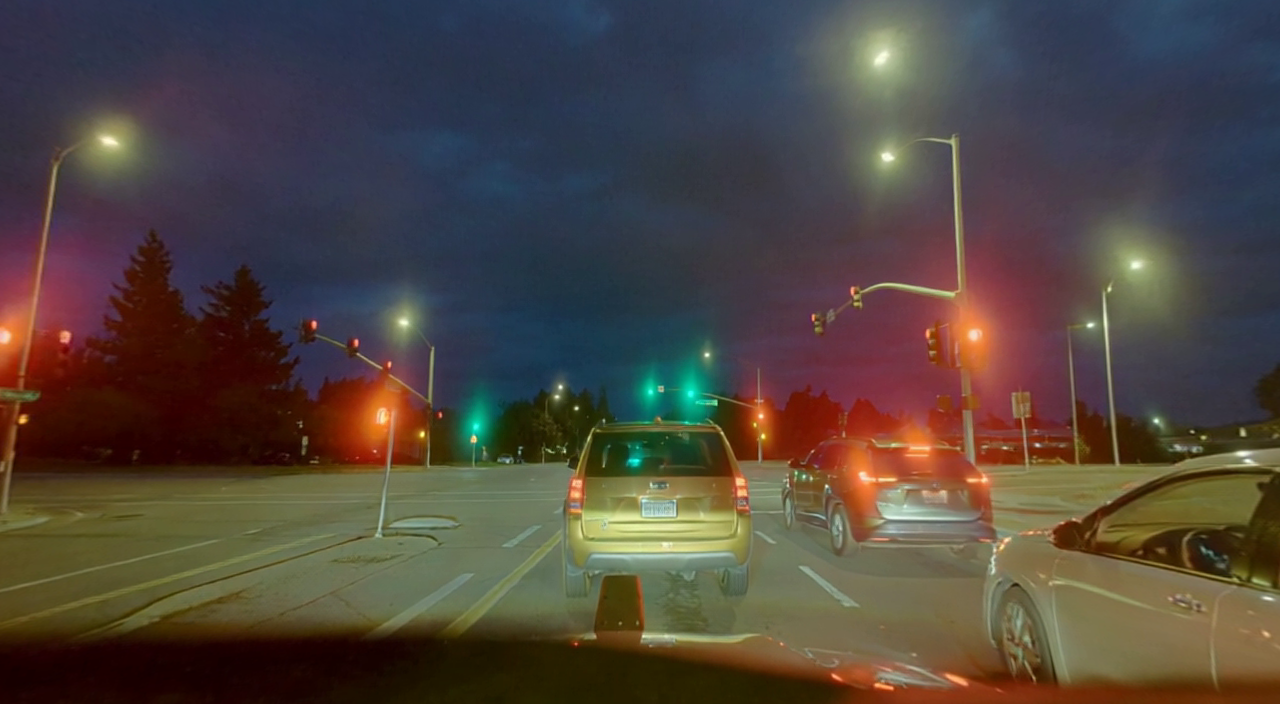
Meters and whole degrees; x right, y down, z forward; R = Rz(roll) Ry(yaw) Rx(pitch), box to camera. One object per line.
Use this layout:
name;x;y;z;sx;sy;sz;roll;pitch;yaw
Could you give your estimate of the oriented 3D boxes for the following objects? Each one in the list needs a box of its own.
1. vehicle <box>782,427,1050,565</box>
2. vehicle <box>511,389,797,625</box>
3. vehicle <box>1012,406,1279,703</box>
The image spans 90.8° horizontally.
vehicle;3.515;1.894;9.102;1.861;1.495;4.215;0;-8;-1
vehicle;0.106;1.508;7.133;2.170;1.793;4.468;0;-8;0
vehicle;3.150;0.818;1.445;1.924;1.466;4.461;0;-8;1
